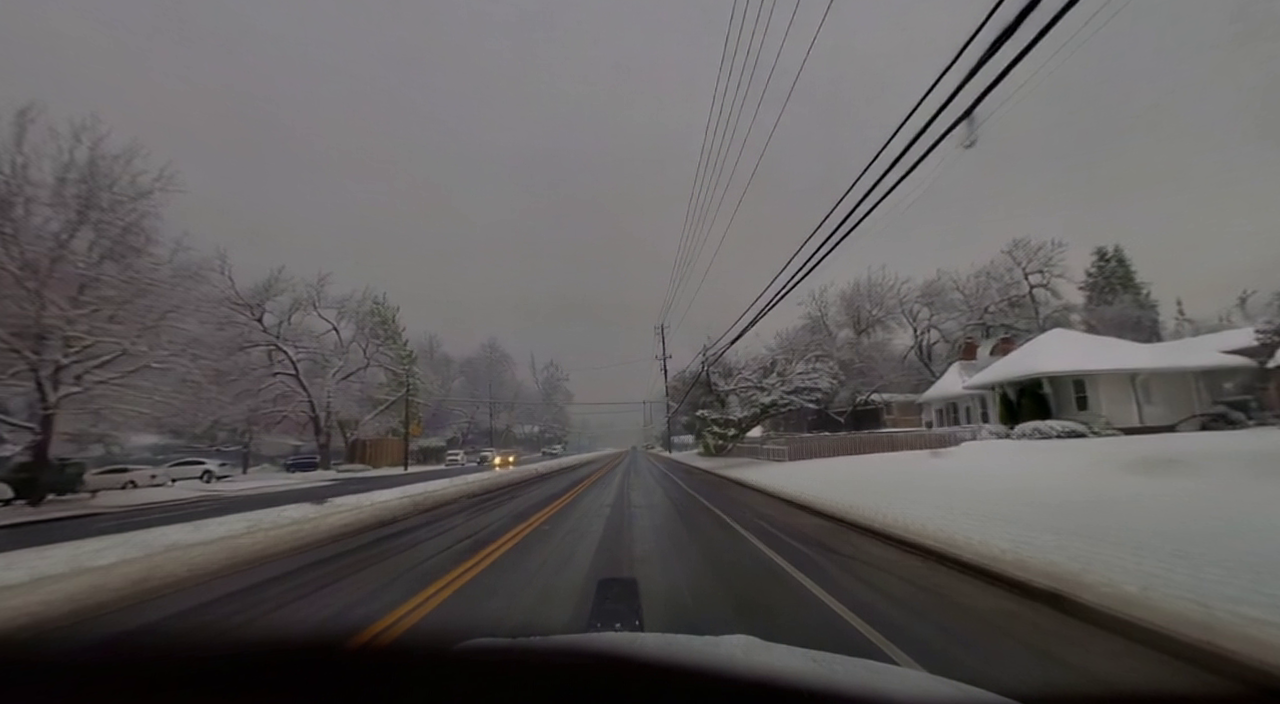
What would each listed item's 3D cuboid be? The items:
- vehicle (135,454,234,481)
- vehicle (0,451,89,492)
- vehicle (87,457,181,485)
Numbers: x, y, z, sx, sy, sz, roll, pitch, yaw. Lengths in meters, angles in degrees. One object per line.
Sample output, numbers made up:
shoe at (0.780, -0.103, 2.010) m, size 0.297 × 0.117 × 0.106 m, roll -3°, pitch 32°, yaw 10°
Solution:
vehicle at (-28.452, 7.198, 39.535) m, size 4.599 × 1.533 × 2.029 m, roll 0°, pitch -9°, yaw 2°
vehicle at (-28.436, 5.431, 28.888) m, size 4.470 × 1.777 × 2.000 m, roll 0°, pitch -9°, yaw 0°
vehicle at (-29.297, 6.873, 36.652) m, size 3.723 × 1.479 × 1.950 m, roll -1°, pitch -8°, yaw 1°
